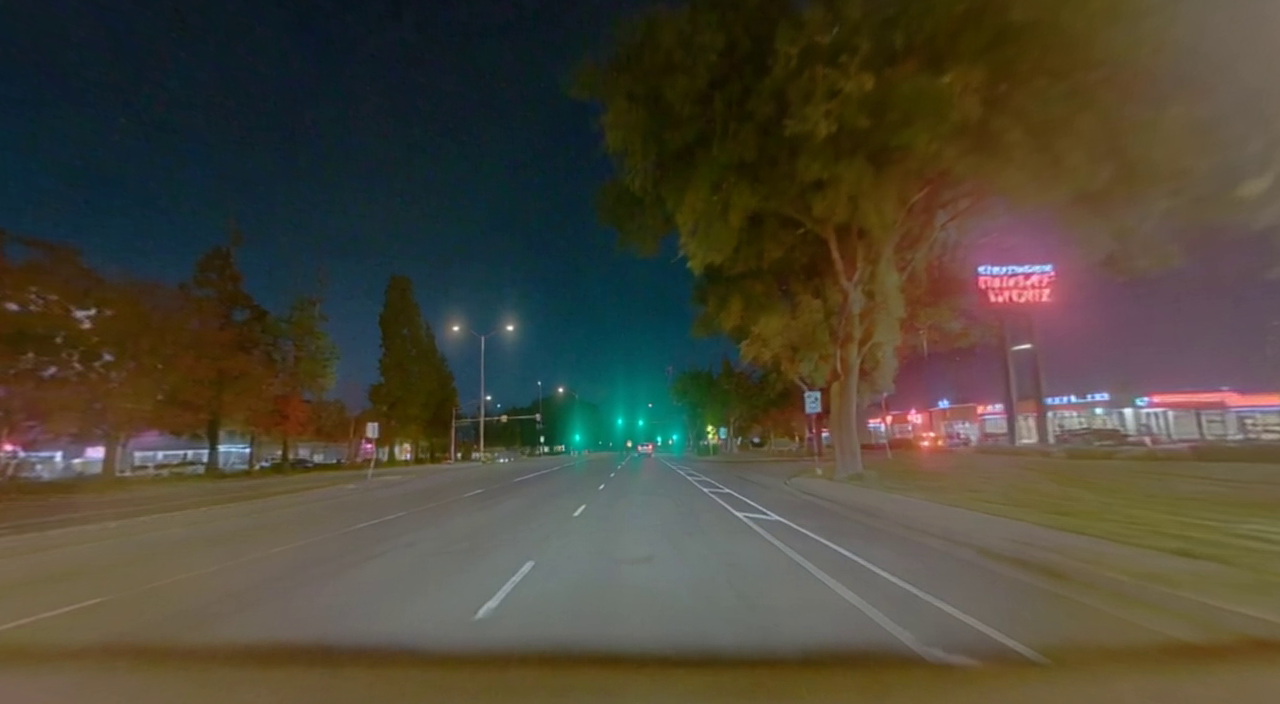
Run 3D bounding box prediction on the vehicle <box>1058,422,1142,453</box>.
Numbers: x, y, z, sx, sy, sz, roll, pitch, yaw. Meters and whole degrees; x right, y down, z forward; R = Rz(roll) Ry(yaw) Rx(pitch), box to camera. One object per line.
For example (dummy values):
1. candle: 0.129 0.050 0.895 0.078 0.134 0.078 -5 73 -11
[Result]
1. vehicle: 31.193 5.881 43.062 1.966 1.767 4.697 -4 -10 -2
